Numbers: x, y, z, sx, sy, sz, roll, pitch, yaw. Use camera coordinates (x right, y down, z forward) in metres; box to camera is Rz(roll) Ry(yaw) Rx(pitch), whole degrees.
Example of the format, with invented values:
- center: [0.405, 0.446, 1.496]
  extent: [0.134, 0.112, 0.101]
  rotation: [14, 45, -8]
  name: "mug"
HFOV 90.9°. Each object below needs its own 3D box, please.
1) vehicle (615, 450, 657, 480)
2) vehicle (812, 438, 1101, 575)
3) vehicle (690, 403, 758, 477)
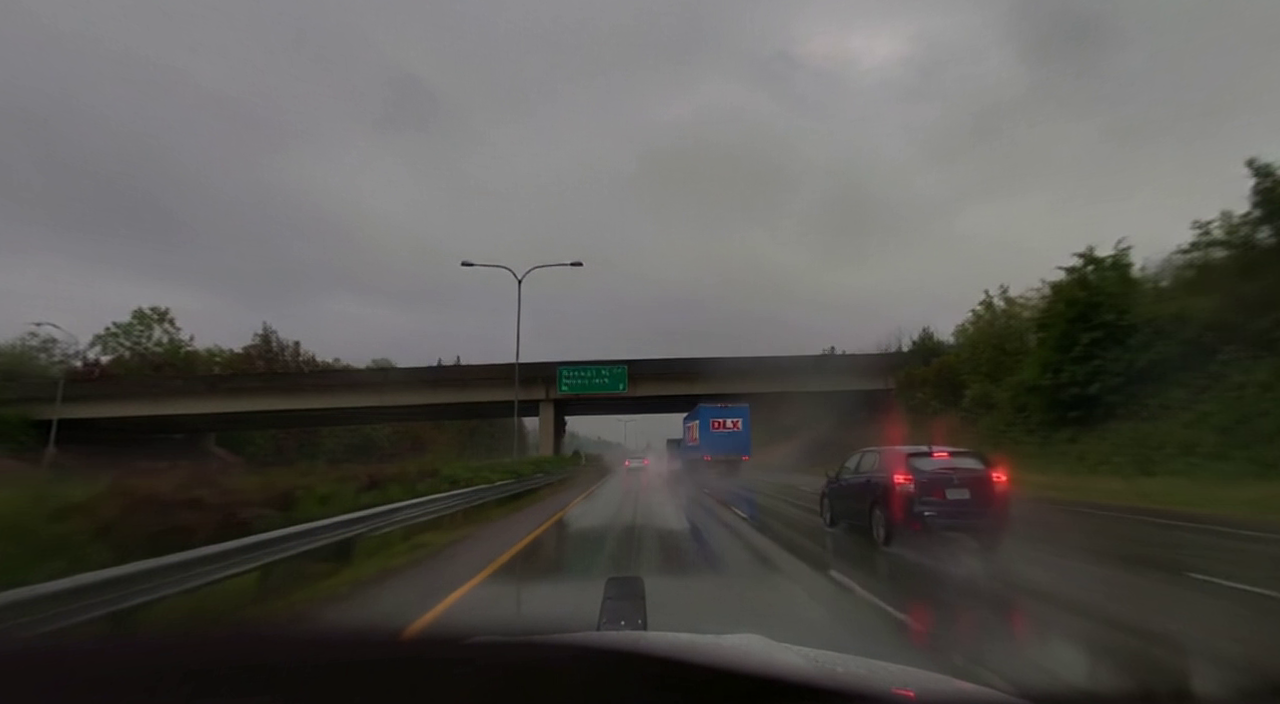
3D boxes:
- center: [-0.231, 5.854, 32.887]
  extent: [2.055, 1.445, 3.661]
  rotation: [0, -9, 0]
  name: "vehicle"
- center: [4.009, 1.998, 8.958]
  extent: [1.894, 1.452, 4.164]
  rotation: [0, -9, 0]
  name: "vehicle"
- center: [4.863, 5.382, 38.251]
  extent: [2.838, 3.985, 8.010]
  rotation: [0, -9, -1]
  name: "vehicle"
